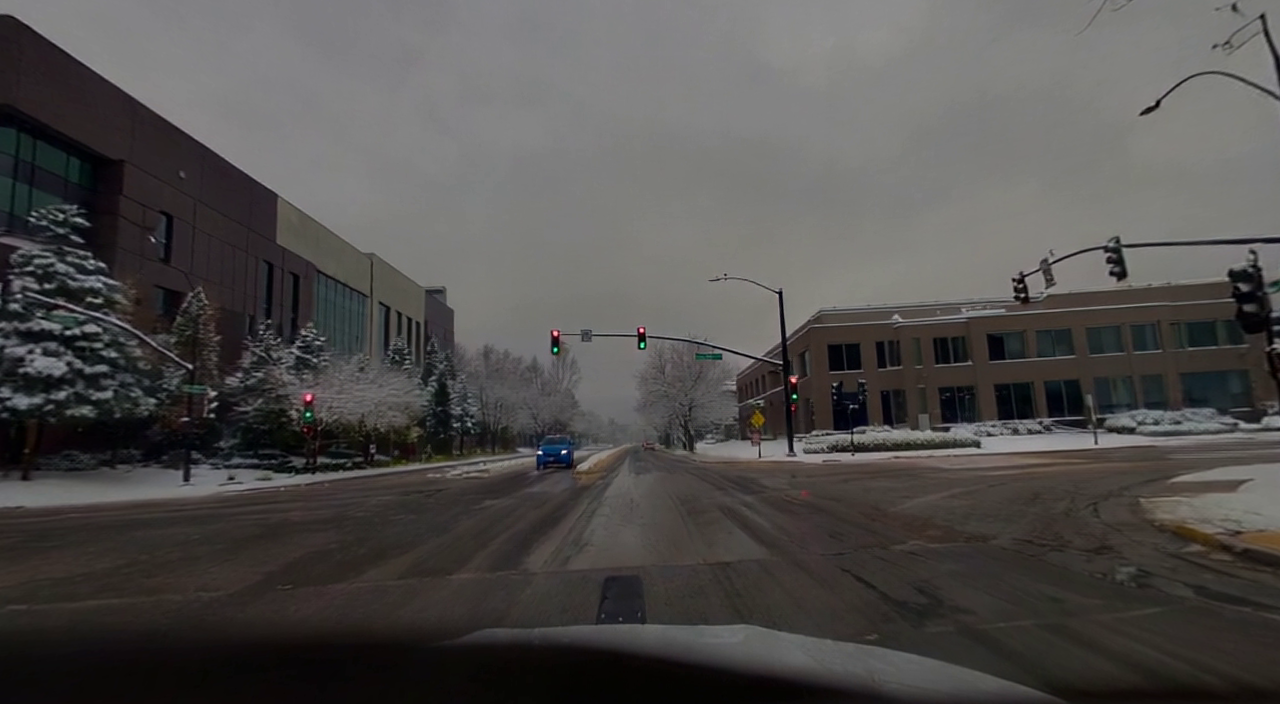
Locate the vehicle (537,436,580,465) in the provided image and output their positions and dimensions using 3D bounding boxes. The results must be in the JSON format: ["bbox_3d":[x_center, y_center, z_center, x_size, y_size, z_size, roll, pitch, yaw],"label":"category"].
[{"bbox_3d":[-4.887,5.963,38.380,1.988,1.666,4.074,0,-9,0],"label":"vehicle"}]
